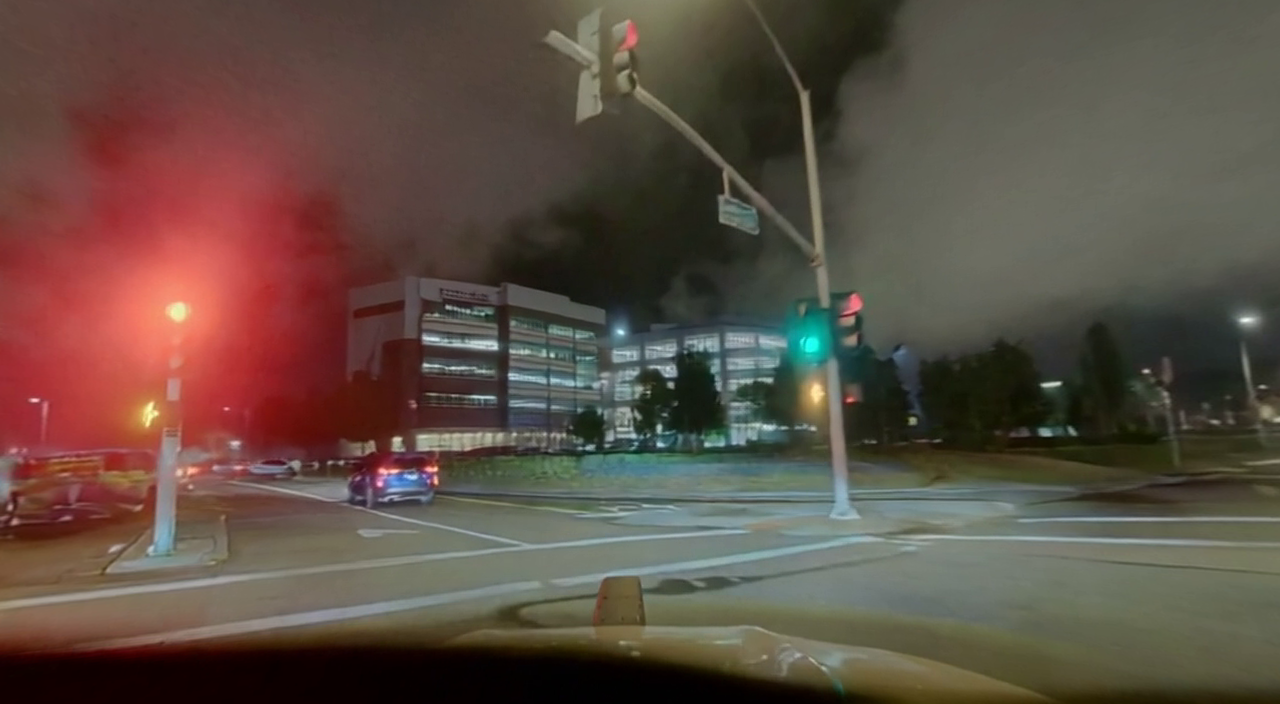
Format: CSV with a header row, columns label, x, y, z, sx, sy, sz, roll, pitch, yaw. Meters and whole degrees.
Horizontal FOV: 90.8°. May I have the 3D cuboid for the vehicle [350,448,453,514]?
label,x,y,z,sx,sy,sz,roll,pitch,yaw
vehicle,-7.624,3.951,19.927,2.238,1.762,4.445,4,-10,-30
